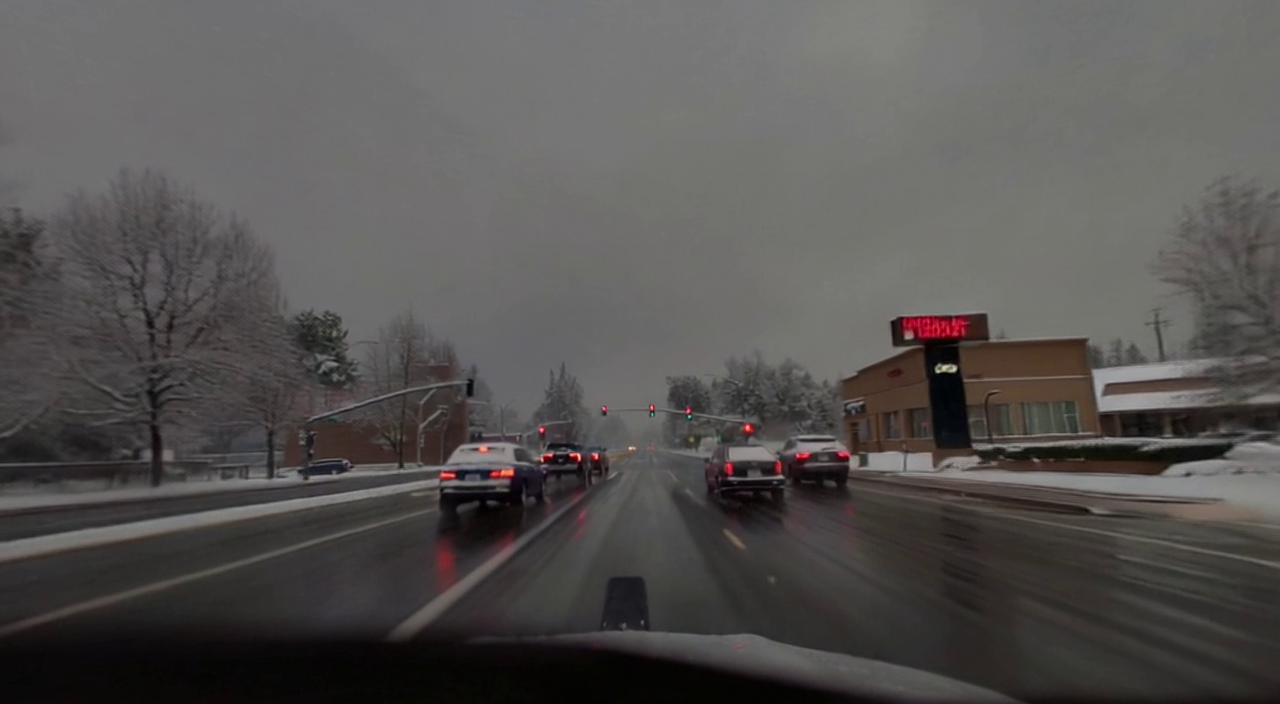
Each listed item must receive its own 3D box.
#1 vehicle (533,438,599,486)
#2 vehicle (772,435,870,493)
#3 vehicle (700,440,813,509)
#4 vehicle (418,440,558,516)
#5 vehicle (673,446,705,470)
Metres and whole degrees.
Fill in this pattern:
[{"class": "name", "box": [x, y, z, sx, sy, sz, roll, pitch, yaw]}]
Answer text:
[{"class": "vehicle", "box": [-3.017, 4.616, 26.807, 2.187, 1.825, 4.621, 0, -9, 1]}, {"class": "vehicle", "box": [5.940, 3.720, 21.334, 1.979, 1.738, 4.418, 0, -9, 0]}, {"class": "vehicle", "box": [2.771, 3.029, 16.068, 2.004, 1.512, 4.206, 0, -9, -1]}, {"class": "vehicle", "box": [-3.371, 2.901, 15.070, 2.087, 1.494, 4.626, 0, -9, 2]}, {"class": "vehicle", "box": [3.469, 7.623, 45.394, 2.030, 1.628, 4.080, 0, -9, 0]}]
